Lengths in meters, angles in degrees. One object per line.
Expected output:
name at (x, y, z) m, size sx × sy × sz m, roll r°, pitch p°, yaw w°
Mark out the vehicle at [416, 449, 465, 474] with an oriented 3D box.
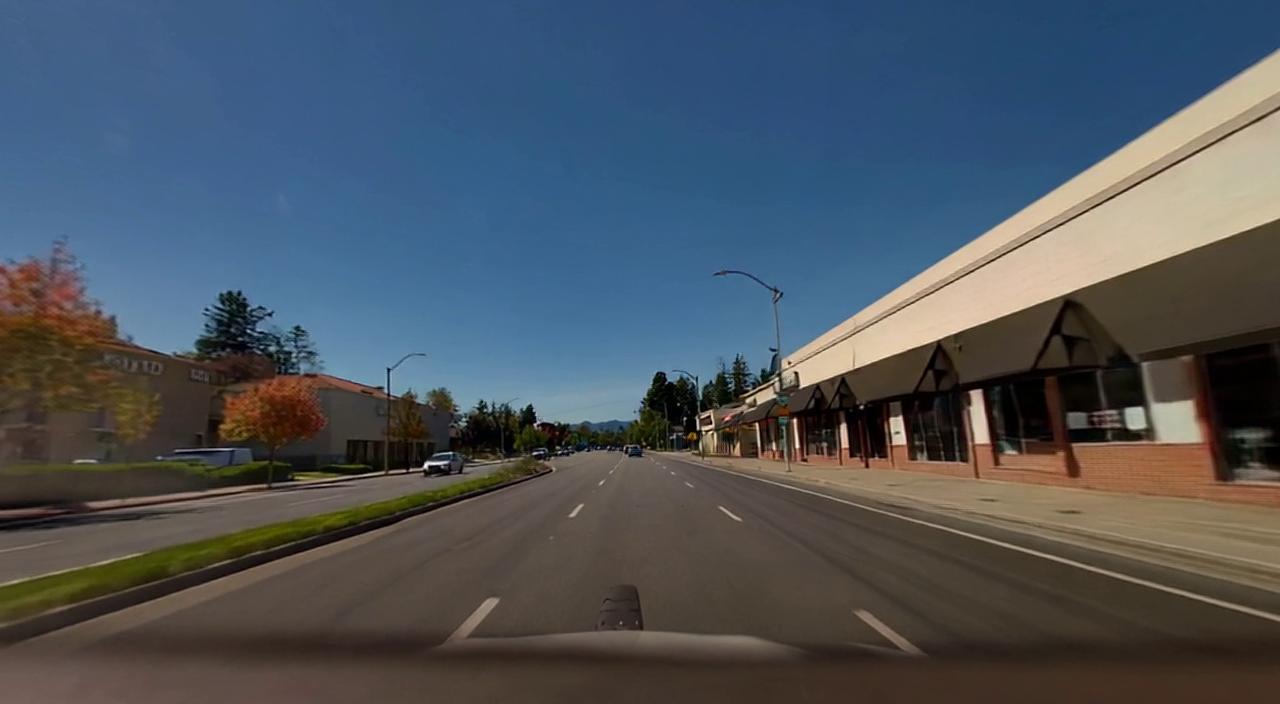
vehicle at (-15.027, 8.240, 47.790) m, size 2.043 × 1.797 × 4.919 m, roll -1°, pitch -9°, yaw 1°
